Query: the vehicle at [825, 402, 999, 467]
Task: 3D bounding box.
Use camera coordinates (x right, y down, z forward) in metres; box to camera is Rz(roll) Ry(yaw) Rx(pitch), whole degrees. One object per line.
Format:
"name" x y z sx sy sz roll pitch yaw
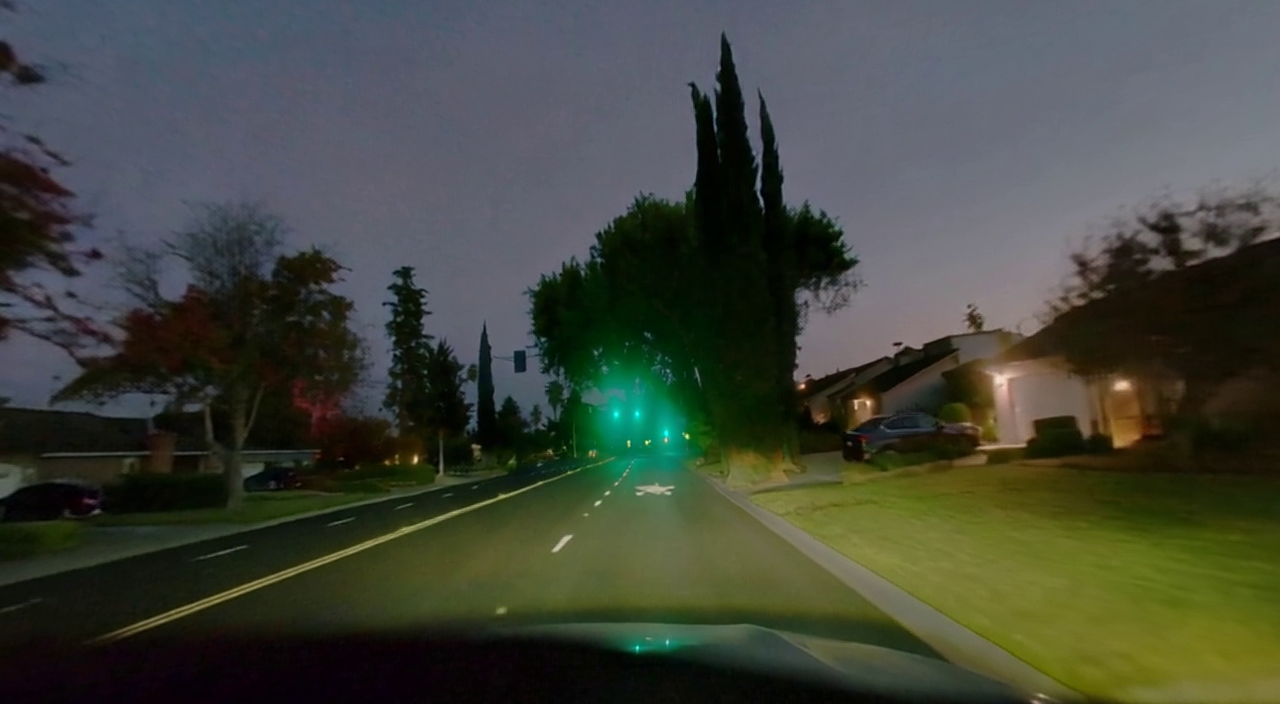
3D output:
"vehicle" 8.313 2.552 19.269 4.636 1.823 1.997 3 -9 -18

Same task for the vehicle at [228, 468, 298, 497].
"vehicle" -22.331 7.722 37.337 1.847 1.461 3.659 0 -8 0
